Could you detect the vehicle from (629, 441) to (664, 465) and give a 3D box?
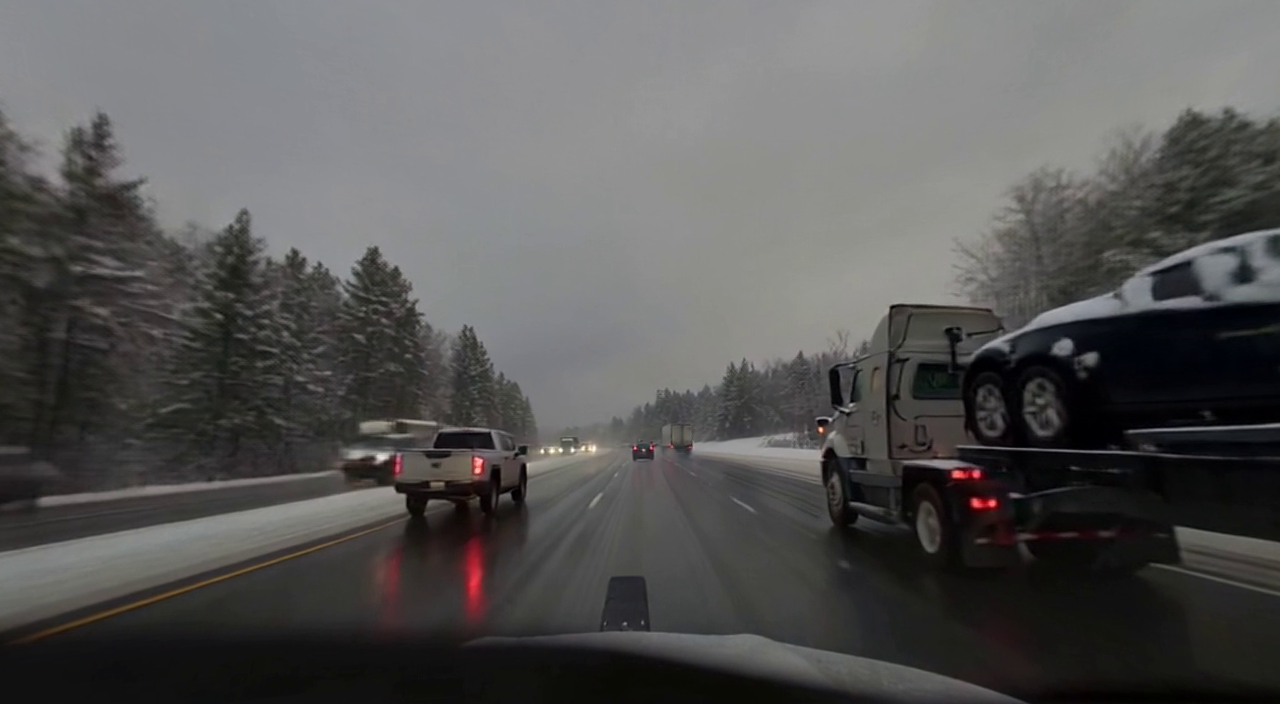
[{"bbox_3d":[0.440,6.652,41.579,2.152,1.484,4.211,0,-8,1],"label":"vehicle"}]

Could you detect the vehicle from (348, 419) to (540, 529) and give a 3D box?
[{"bbox_3d":[-3.384,2.214,12.058,2.077,1.669,4.739,0,-8,1],"label":"vehicle"}]

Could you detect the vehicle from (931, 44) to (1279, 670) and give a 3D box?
[{"bbox_3d":[4.929,-0.371,0.567,3.150,3.257,13.098,0,-8,0],"label":"vehicle"}]
